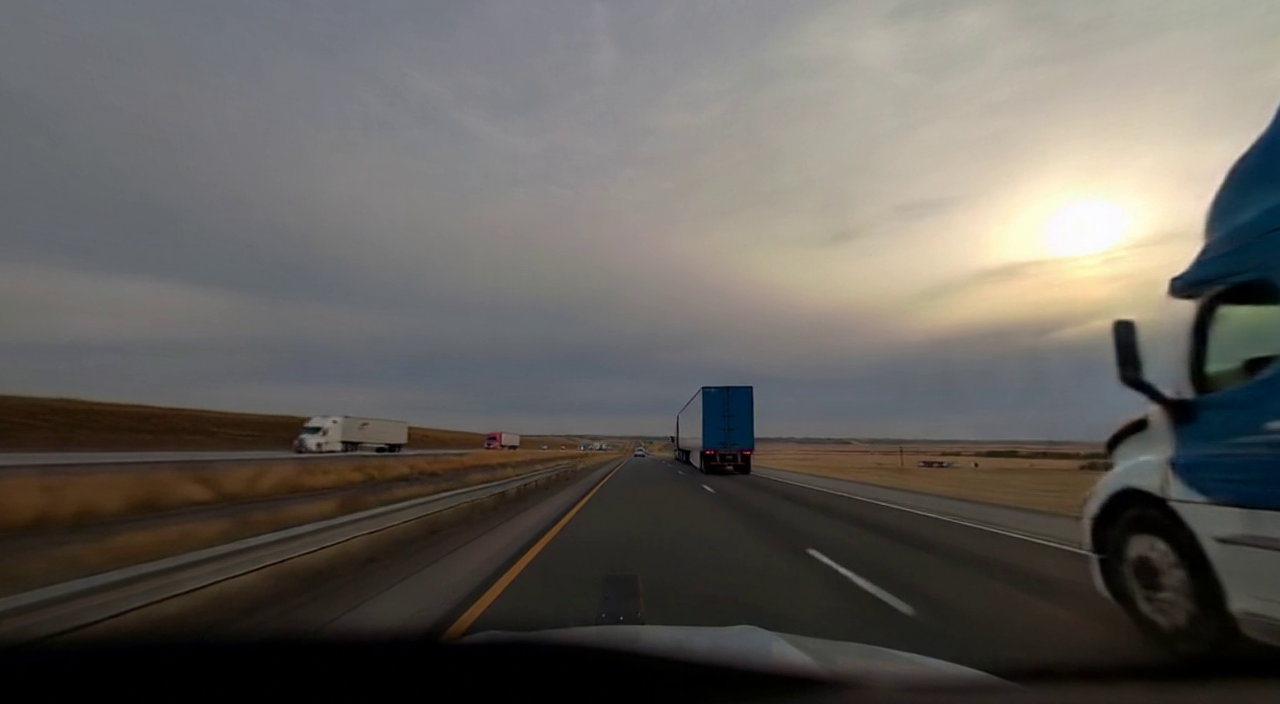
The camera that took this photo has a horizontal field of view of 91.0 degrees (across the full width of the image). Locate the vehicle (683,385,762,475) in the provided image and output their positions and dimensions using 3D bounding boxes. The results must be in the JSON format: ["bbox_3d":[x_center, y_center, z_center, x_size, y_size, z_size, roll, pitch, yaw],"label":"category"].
[{"bbox_3d":[4.341,4.663,36.213,2.818,4.206,12.987,0,-9,0],"label":"vehicle"}]
